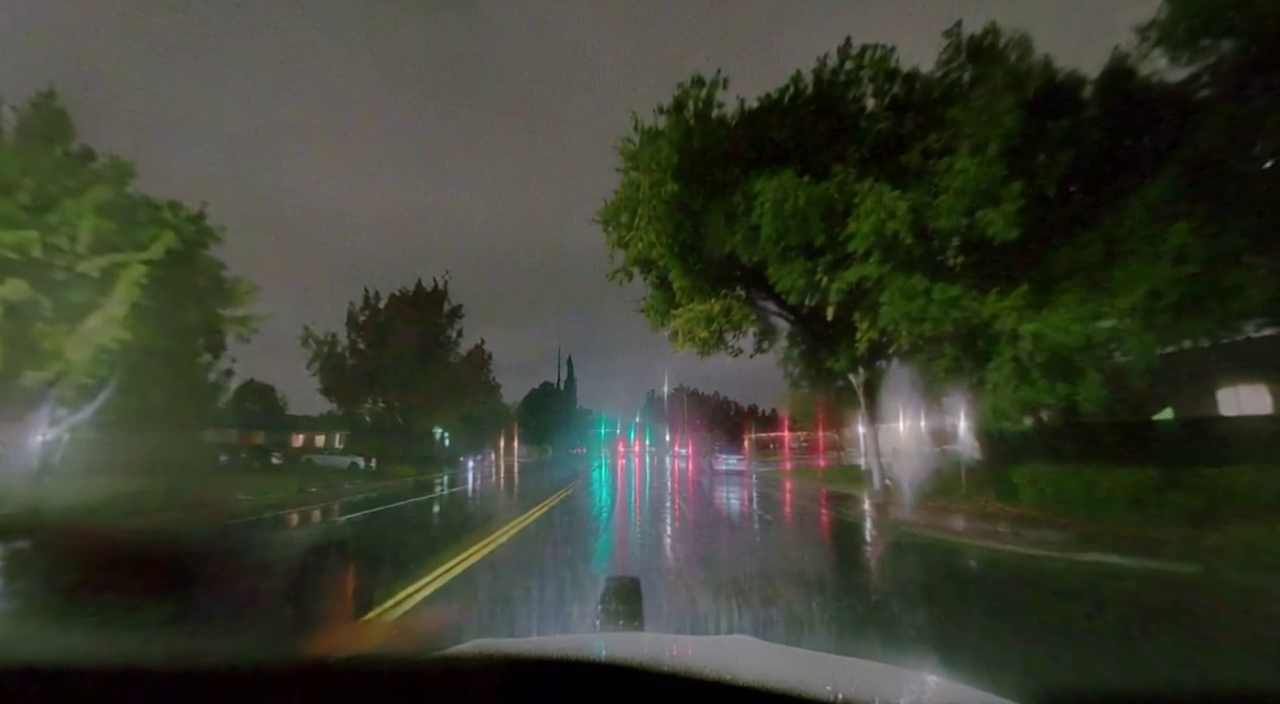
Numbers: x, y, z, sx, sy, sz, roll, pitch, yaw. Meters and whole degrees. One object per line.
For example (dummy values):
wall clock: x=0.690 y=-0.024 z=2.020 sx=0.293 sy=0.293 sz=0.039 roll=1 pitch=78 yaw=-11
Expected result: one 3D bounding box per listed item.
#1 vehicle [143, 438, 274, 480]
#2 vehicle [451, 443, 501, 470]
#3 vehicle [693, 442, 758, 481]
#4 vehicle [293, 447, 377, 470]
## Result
vehicle: x=-20.127 y=5.001 z=29.659 sx=4.496 sy=1.823 sz=2.046 roll=1 pitch=-8 yaw=-6
vehicle: x=-11.767 y=7.519 z=45.738 sx=2.086 sy=1.711 sz=5.661 roll=-3 pitch=-8 yaw=0
vehicle: x=3.567 y=4.676 z=27.266 sx=2.014 sy=1.498 sz=4.484 roll=1 pitch=-8 yaw=-3
vehicle: x=-18.999 y=6.652 z=39.492 sx=4.326 sy=1.355 sz=1.812 roll=1 pitch=-8 yaw=-4
